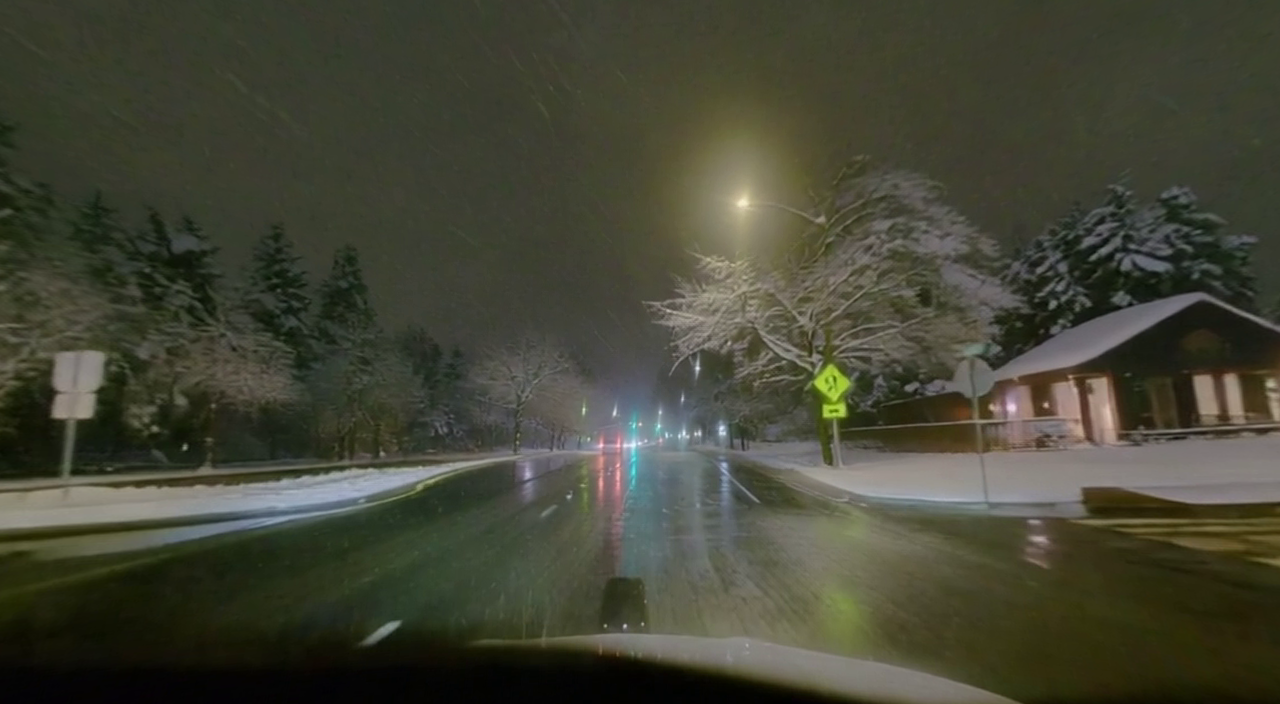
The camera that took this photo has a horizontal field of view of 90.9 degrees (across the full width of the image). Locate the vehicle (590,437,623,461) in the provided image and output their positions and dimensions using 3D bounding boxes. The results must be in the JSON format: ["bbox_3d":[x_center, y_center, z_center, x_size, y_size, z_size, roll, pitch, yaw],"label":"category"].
[{"bbox_3d":[-2.454,7.346,47.804,2.173,1.694,4.335,0,-8,1],"label":"vehicle"}]
